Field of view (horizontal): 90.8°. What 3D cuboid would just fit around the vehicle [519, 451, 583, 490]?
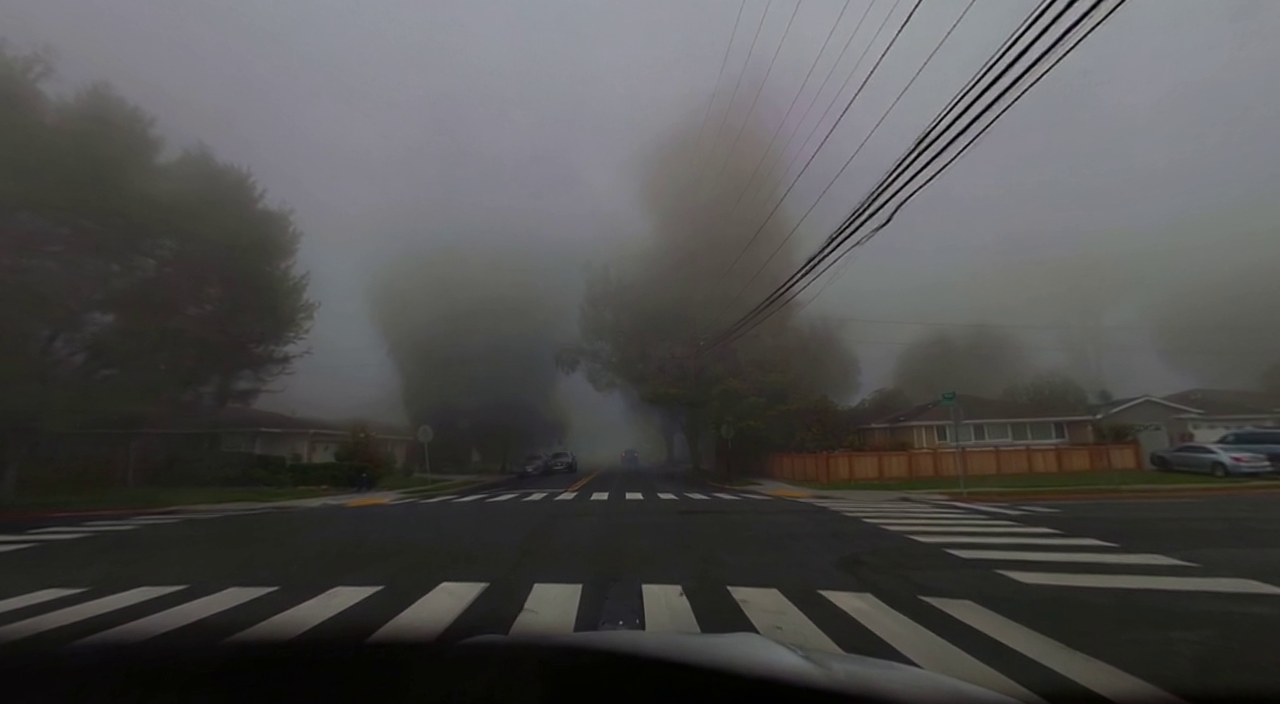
[{"bbox_3d":[-3.688,5.004,27.005,2.102,1.463,4.024,0,-8,1],"label":"vehicle"}]

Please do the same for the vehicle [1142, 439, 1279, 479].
[{"bbox_3d":[23.357,4.316,25.770,1.841,1.448,4.688,0,-8,-1],"label":"vehicle"}]
